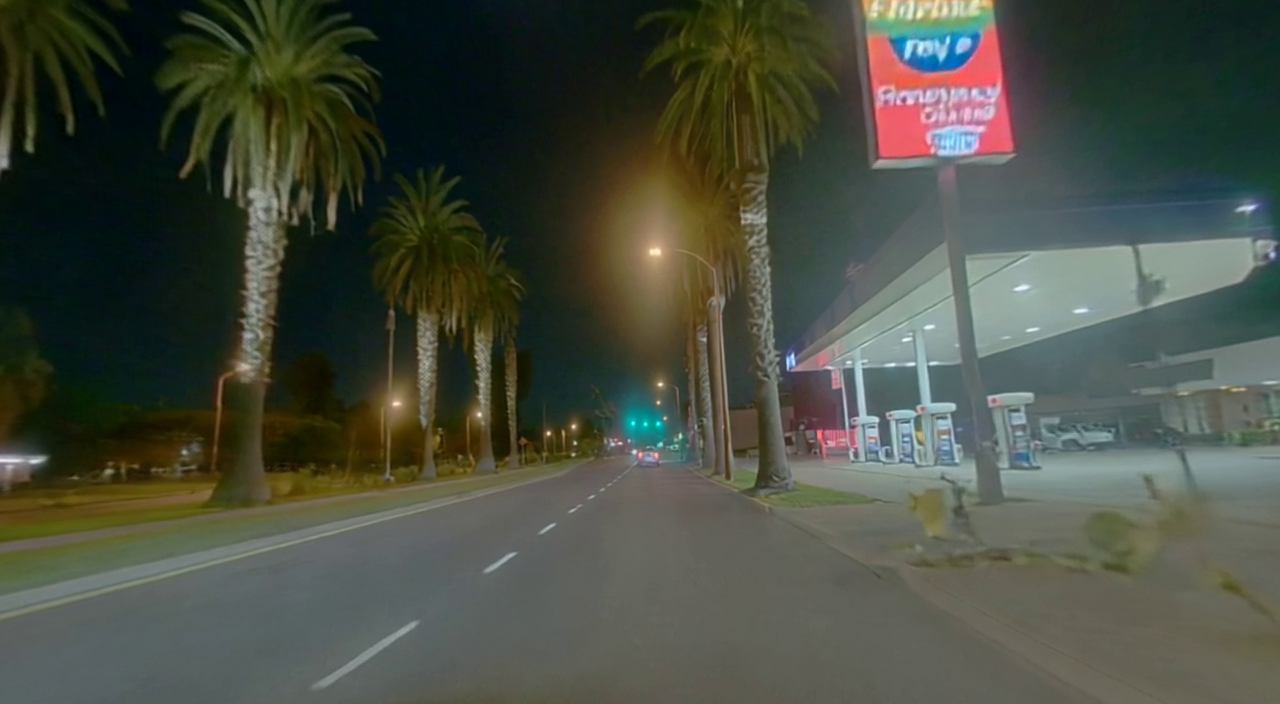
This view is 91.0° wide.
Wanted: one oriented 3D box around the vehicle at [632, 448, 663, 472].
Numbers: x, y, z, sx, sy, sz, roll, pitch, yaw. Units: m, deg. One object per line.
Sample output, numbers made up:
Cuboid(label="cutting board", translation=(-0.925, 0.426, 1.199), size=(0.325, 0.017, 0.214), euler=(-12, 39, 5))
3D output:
Cuboid(label="vehicle", translation=(0.530, 7.382, 43.088), size=(2.050, 1.509, 4.148), euler=(0, -8, 1))
